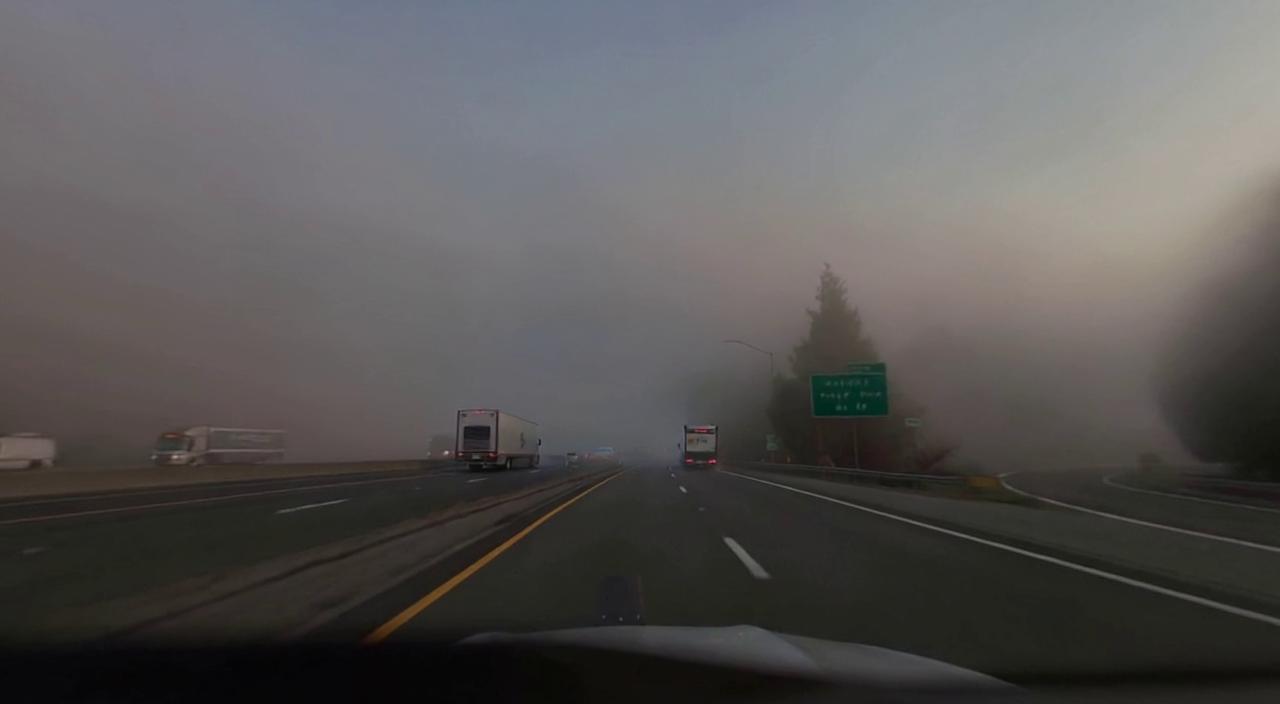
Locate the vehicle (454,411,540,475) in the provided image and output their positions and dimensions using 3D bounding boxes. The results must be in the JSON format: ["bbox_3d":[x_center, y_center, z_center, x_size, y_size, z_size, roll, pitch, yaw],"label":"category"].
[{"bbox_3d":[-10.197,6.873,47.249,2.891,4.062,14.230,0,-9,1],"label":"vehicle"}]

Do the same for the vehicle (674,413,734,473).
[{"bbox_3d":[4.280,6.608,45.433,2.928,3.595,13.975,0,-9,0],"label":"vehicle"}]
